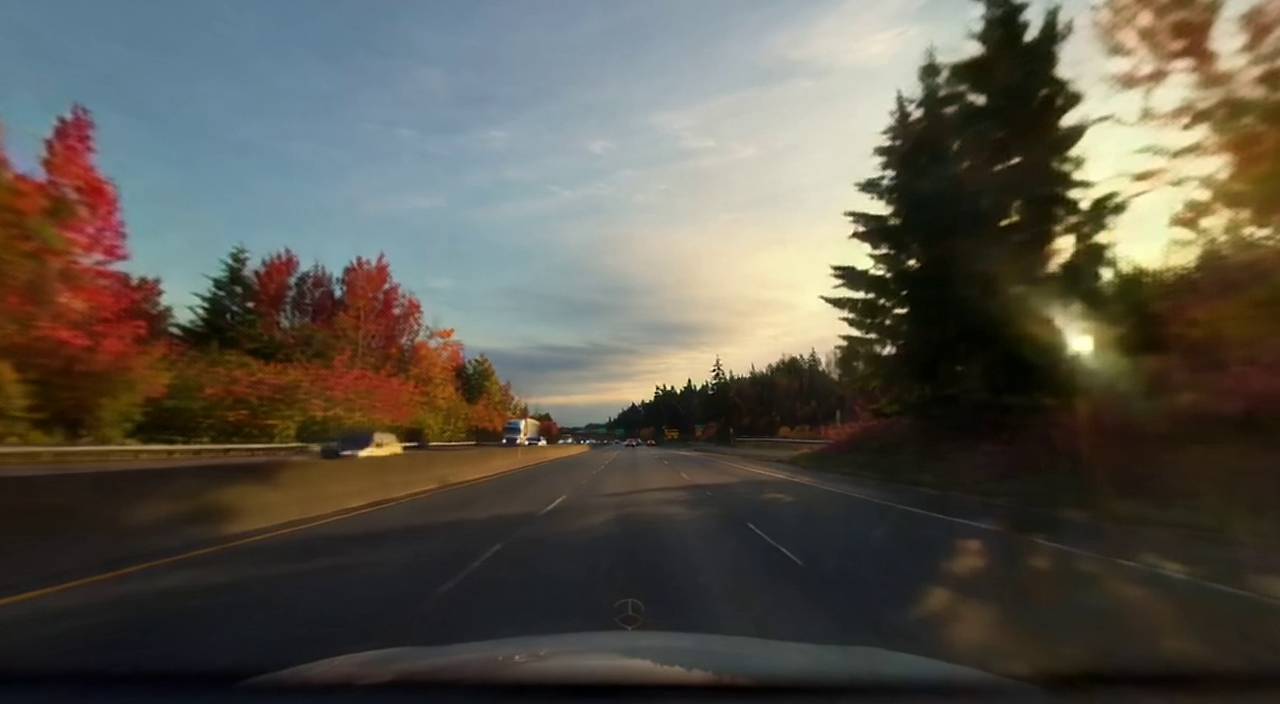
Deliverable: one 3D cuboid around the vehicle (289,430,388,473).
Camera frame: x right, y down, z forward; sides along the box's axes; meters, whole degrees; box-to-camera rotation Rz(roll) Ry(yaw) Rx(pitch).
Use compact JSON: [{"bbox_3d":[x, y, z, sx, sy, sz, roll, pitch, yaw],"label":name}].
[{"bbox_3d":[-11.628,3.844,24.566,1.882,1.521,3.932,0,-8,0],"label":"vehicle"}]
